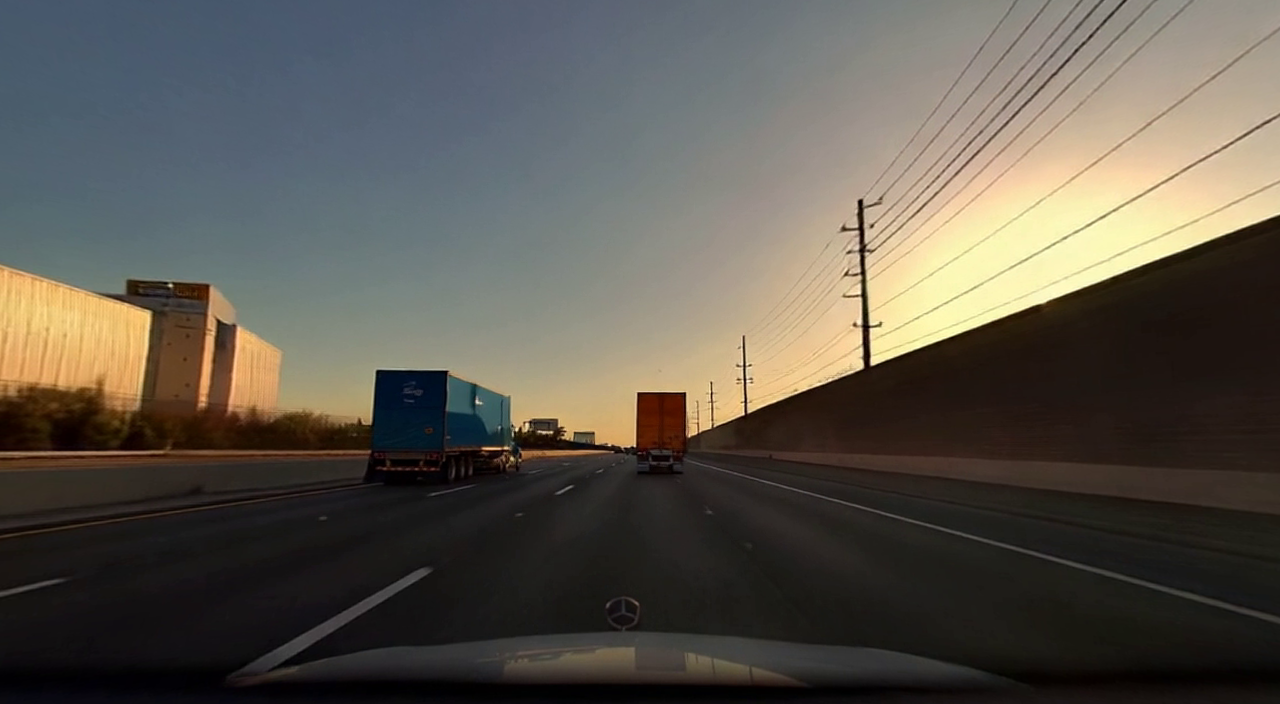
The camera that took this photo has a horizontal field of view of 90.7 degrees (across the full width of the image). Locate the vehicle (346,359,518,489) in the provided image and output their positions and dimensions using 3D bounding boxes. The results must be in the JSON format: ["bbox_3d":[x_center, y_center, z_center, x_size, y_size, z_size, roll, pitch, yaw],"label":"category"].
[{"bbox_3d":[-7.464,3.035,25.089,2.937,3.981,11.119,-1,-8,1],"label":"vehicle"}]

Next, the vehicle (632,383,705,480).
[{"bbox_3d":[1.147,3.906,30.331,2.858,3.847,10.034,0,-9,0],"label":"vehicle"}]
